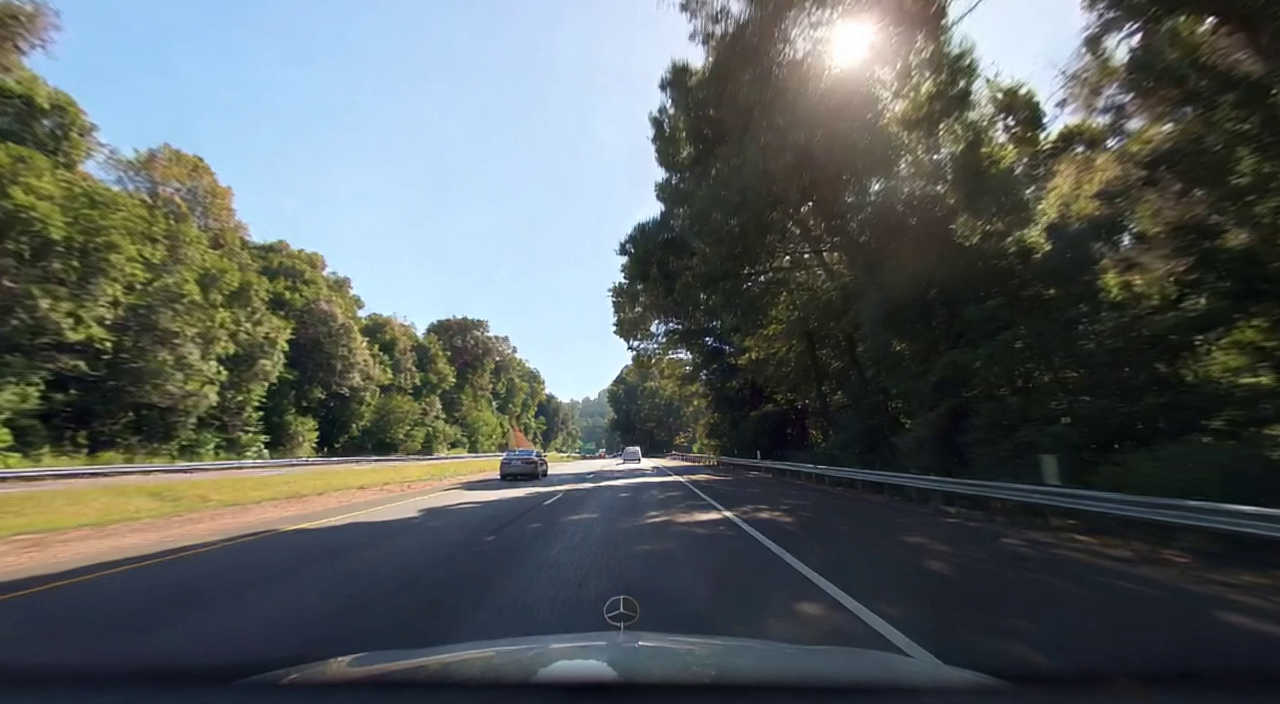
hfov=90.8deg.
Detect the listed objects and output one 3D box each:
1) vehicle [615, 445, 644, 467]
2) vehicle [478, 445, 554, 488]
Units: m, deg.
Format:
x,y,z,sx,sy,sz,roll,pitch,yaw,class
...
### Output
x,y,z,sx,sy,sz,roll,pitch,yaw,class
-0.870,7.975,48.581,2.070,1.603,4.806,0,-9,-3,vehicle
-4.633,4.346,24.284,2.052,1.468,4.390,0,-9,0,vehicle
